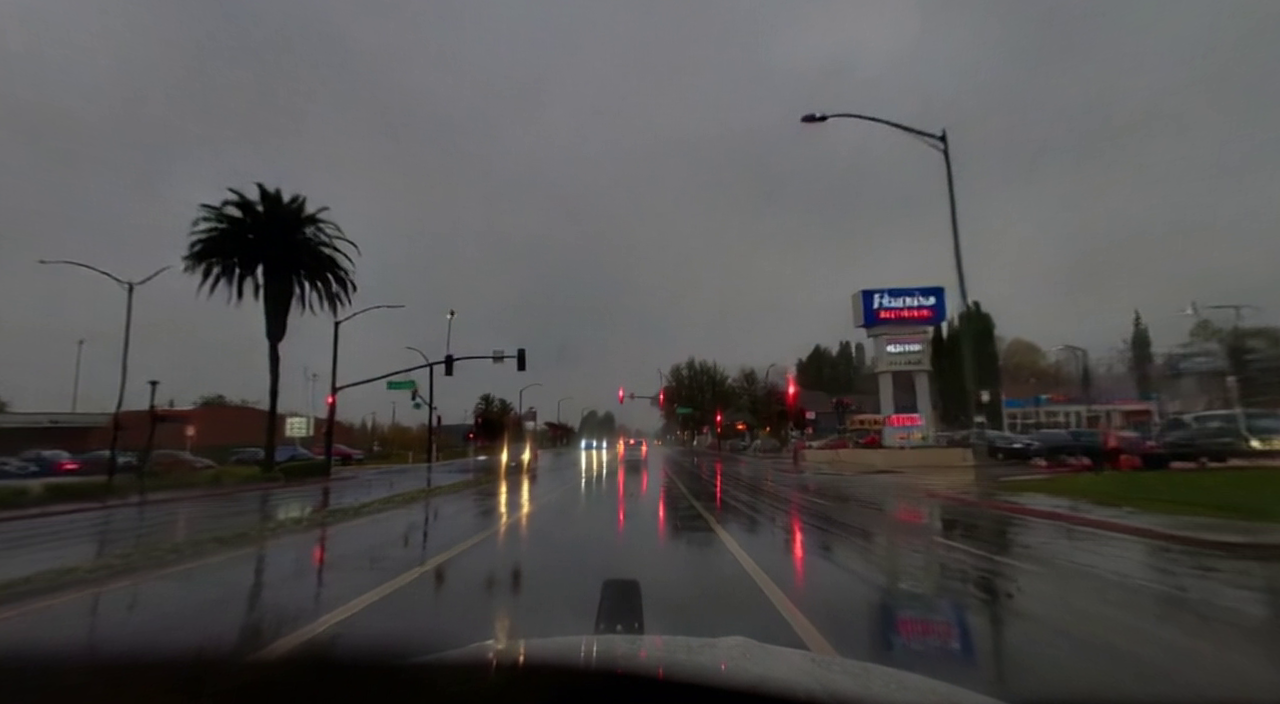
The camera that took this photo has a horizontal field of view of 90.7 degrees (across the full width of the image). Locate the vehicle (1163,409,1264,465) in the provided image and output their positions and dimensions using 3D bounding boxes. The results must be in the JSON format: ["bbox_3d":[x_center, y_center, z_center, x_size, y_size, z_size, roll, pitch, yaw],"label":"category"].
[{"bbox_3d":[20.285,3.012,22.309,4.775,1.752,1.971,7,-11,-41],"label":"vehicle"}]

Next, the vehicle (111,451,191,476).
[{"bbox_3d":[-36.250,8.265,46.999,4.295,1.695,1.931,0,-8,0],"label":"vehicle"}]

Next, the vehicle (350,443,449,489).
[{"bbox_3d":[-8.605,4.076,23.062,1.894,1.486,4.359,0,-8,0],"label":"vehicle"}]

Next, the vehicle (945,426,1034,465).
[{"bbox_3d":[14.780,3.935,26.672,1.985,1.479,4.580,-9,-12,44],"label":"vehicle"}]

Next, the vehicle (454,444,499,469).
[{"bbox_3d":[-11.866,7.571,46.173,2.039,1.630,4.878,1,-8,-1],"label":"vehicle"}]

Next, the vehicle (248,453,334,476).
[{"bbox_3d":[-23.961,7.737,43.592,4.788,1.464,1.927,-1,-8,2],"label":"vehicle"}]

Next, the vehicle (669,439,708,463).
[{"bbox_3d":[3.088,6.383,40.980,2.060,1.471,4.168,0,-8,-2],"label":"vehicle"}]

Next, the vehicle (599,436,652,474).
[{"bbox_3d":[-0.617,4.538,28.107,2.160,1.508,4.319,0,-8,-1],"label":"vehicle"}]

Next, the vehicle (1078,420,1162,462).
[{"bbox_3d":[20.294,3.732,26.671,4.432,1.556,2.012,5,-11,-44],"label":"vehicle"}]
